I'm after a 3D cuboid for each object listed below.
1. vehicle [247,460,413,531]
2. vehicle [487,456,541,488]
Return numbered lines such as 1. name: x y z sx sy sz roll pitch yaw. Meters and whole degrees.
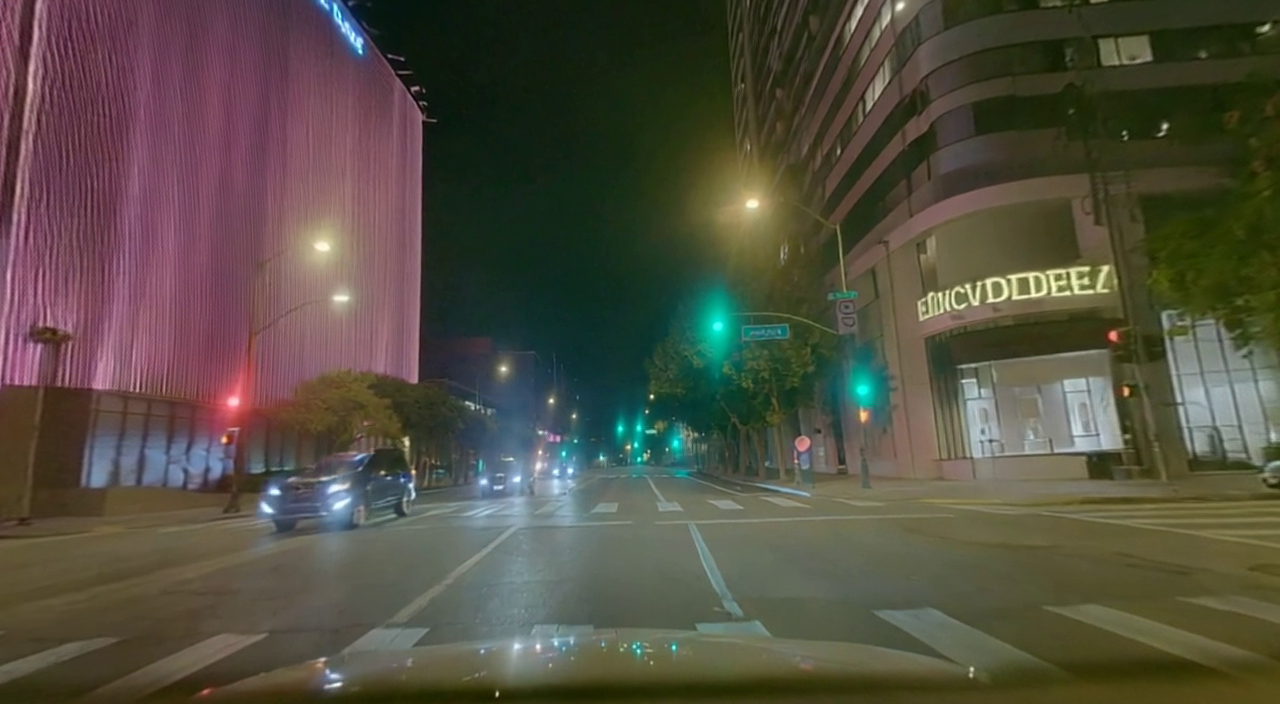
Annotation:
1. vehicle: -7.551 3.501 15.945 1.893 1.451 4.276 -1 -9 2
2. vehicle: -6.702 6.419 34.014 1.897 1.537 3.770 -1 -9 4
